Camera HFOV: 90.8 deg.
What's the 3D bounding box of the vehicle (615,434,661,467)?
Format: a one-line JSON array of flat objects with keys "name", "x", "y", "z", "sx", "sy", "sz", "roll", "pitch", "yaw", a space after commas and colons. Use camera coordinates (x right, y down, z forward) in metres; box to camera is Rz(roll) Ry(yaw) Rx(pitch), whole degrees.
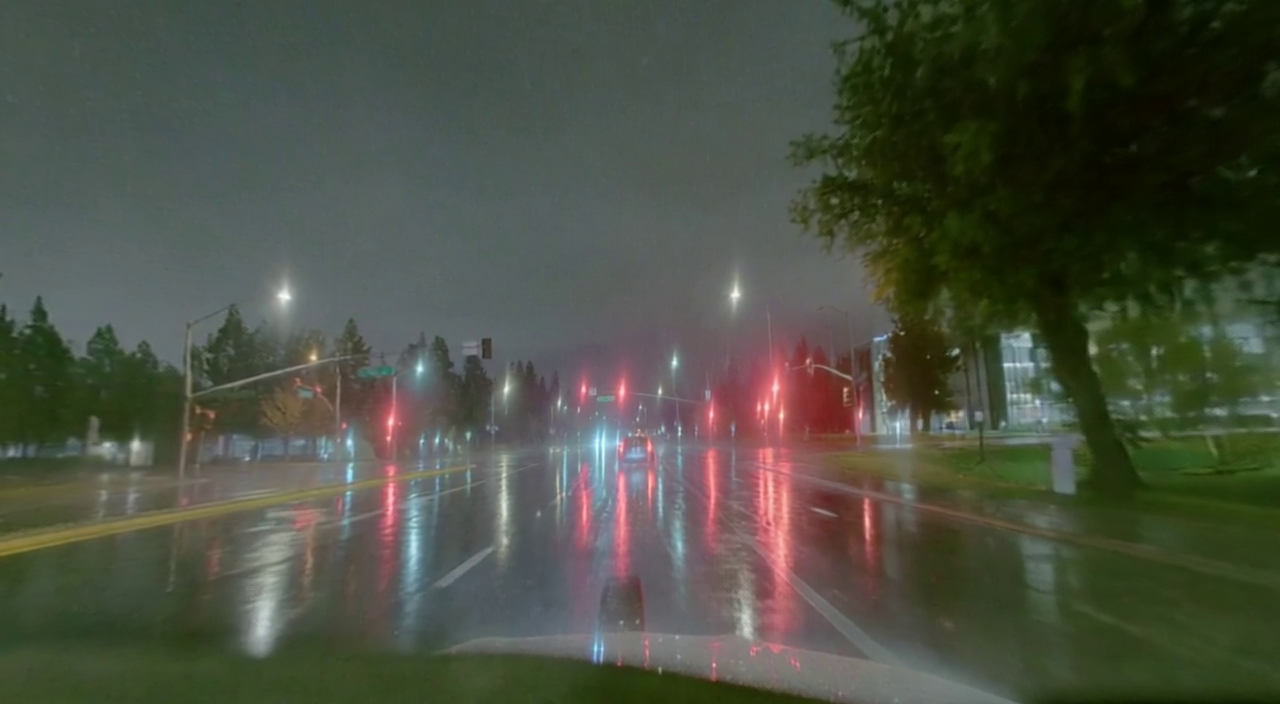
[{"name": "vehicle", "x": -0.122, "y": 4.769, "z": 30.593, "sx": 2.107, "sy": 1.470, "sz": 3.974, "roll": 0, "pitch": -9, "yaw": -1}]
